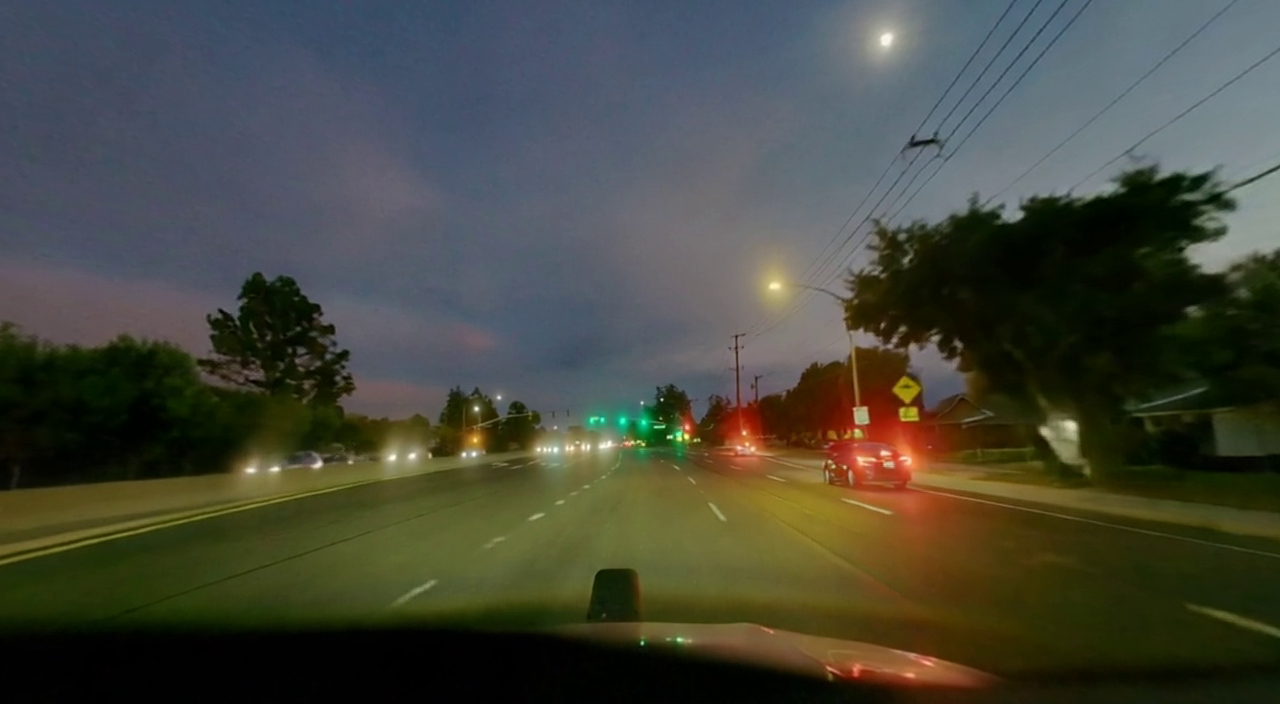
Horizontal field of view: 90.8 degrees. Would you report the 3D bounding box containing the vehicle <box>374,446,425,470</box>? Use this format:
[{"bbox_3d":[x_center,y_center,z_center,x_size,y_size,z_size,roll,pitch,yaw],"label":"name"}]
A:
[{"bbox_3d":[-17.351,7.642,45.787,1.937,1.676,4.718,0,-8,-1],"label":"vehicle"}]

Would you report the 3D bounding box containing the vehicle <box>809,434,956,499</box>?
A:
[{"bbox_3d":[6.382,3.067,17.342,2.113,1.520,4.650,0,-8,-1],"label":"vehicle"}]

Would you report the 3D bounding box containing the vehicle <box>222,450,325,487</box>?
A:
[{"bbox_3d":[-16.265,5.160,28.363,1.903,1.477,4.721,0,-8,-2],"label":"vehicle"}]
